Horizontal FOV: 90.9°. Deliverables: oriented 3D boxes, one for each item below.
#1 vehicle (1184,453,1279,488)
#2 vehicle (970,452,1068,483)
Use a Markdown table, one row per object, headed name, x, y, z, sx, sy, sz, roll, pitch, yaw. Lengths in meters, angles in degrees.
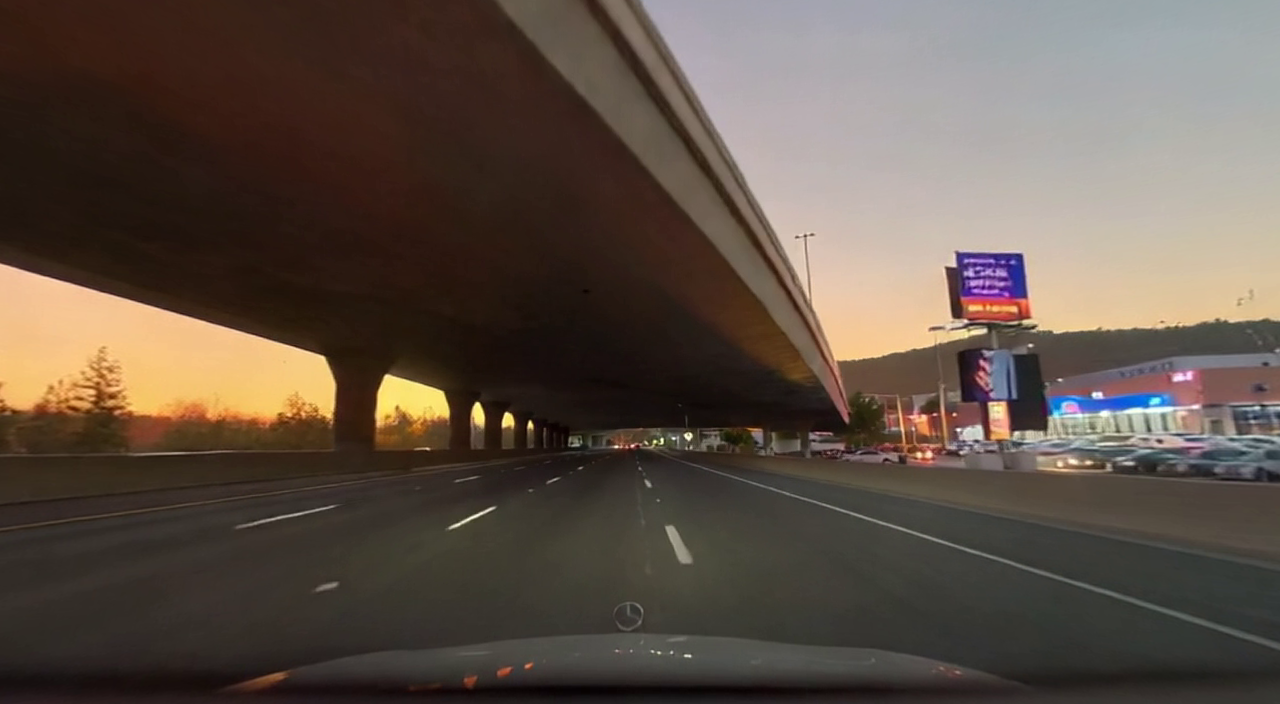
| name | x | y | z | sx | sy | sz | roll | pitch | yaw |
| --- | --- | --- | --- | --- | --- | --- | --- | --- | --- |
| vehicle | 33.659 | 6.556 | 34.961 | 4.896 | 1.808 | 2.225 | 1 | -8 | -2 |
| vehicle | 27.303 | 8.315 | 45.533 | 5.531 | 1.855 | 2.208 | -3 | -8 | -1 |
